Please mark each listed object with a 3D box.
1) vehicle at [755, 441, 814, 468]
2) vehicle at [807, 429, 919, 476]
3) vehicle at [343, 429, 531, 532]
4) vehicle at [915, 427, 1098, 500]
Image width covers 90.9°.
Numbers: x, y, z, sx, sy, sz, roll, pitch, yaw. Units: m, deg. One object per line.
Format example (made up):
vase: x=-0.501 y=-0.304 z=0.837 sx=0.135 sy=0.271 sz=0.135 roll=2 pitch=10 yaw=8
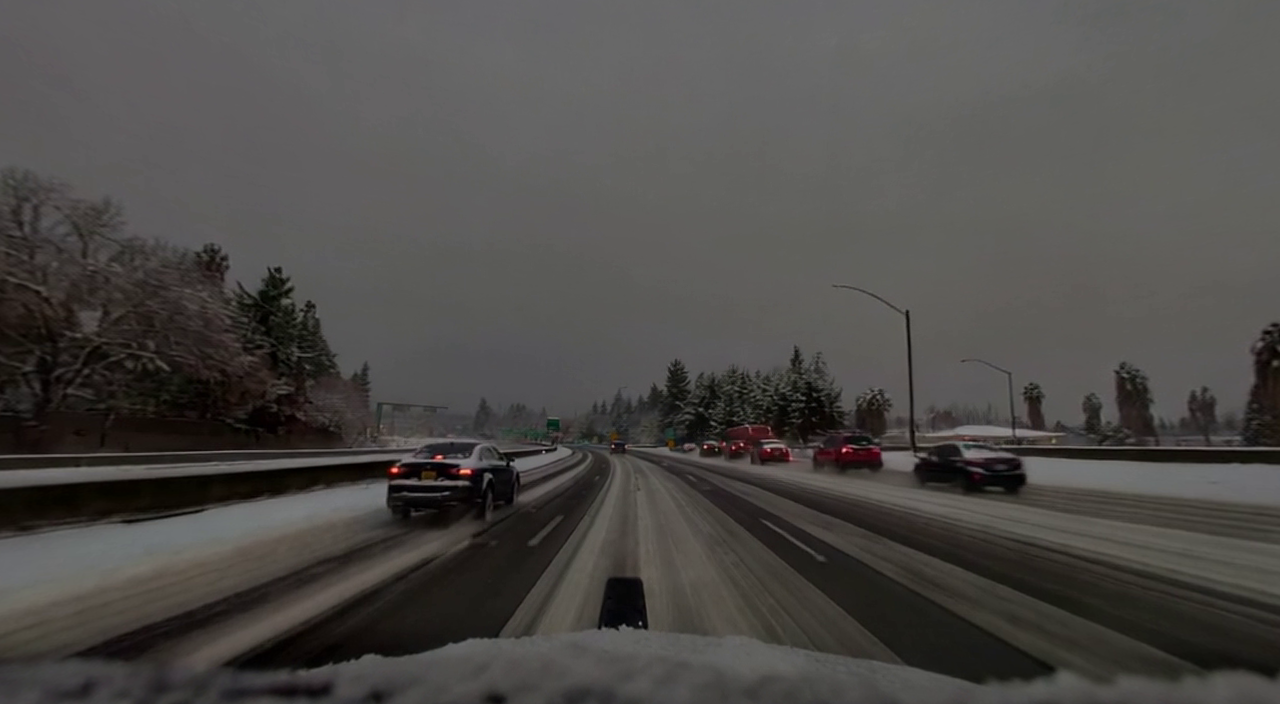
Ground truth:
vehicle: x=8.459 y=6.042 z=37.428 sx=2.052 sy=1.468 sz=5.333 roll=0 pitch=-8 yaw=-2
vehicle: x=8.587 y=3.942 z=25.001 sx=2.345 sy=1.637 sz=5.558 roll=0 pitch=-8 yaw=-1
vehicle: x=-3.464 y=2.275 z=11.755 sx=2.109 sy=1.536 sz=4.174 roll=0 pitch=-8 yaw=0
vehicle: x=8.992 y=2.765 z=16.021 sx=1.957 sy=1.584 sz=4.272 roll=0 pitch=-8 yaw=-2
